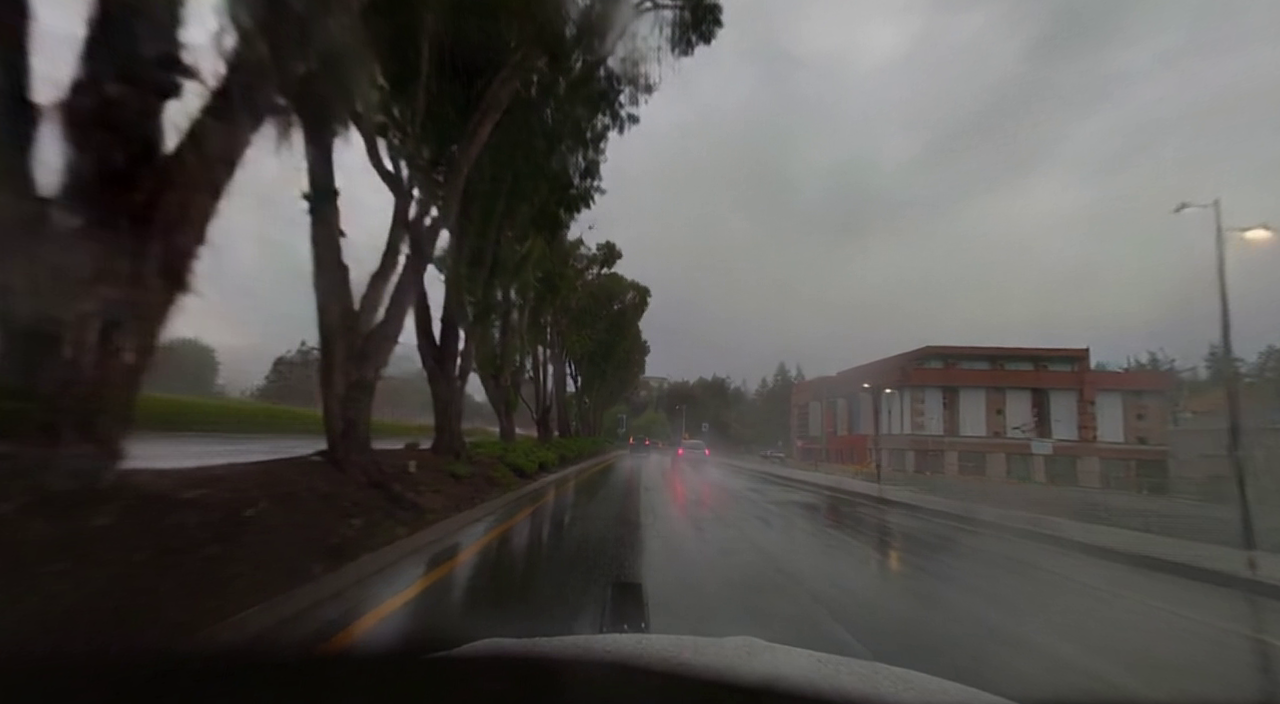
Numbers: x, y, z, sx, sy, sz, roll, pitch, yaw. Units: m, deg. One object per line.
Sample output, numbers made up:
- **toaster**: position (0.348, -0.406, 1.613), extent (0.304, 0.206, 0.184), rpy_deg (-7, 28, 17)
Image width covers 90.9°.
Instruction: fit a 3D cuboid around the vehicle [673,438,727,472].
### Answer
- **vehicle**: position (2.706, 4.764, 29.491), extent (1.956, 1.473, 4.640), rpy_deg (0, -8, -1)
